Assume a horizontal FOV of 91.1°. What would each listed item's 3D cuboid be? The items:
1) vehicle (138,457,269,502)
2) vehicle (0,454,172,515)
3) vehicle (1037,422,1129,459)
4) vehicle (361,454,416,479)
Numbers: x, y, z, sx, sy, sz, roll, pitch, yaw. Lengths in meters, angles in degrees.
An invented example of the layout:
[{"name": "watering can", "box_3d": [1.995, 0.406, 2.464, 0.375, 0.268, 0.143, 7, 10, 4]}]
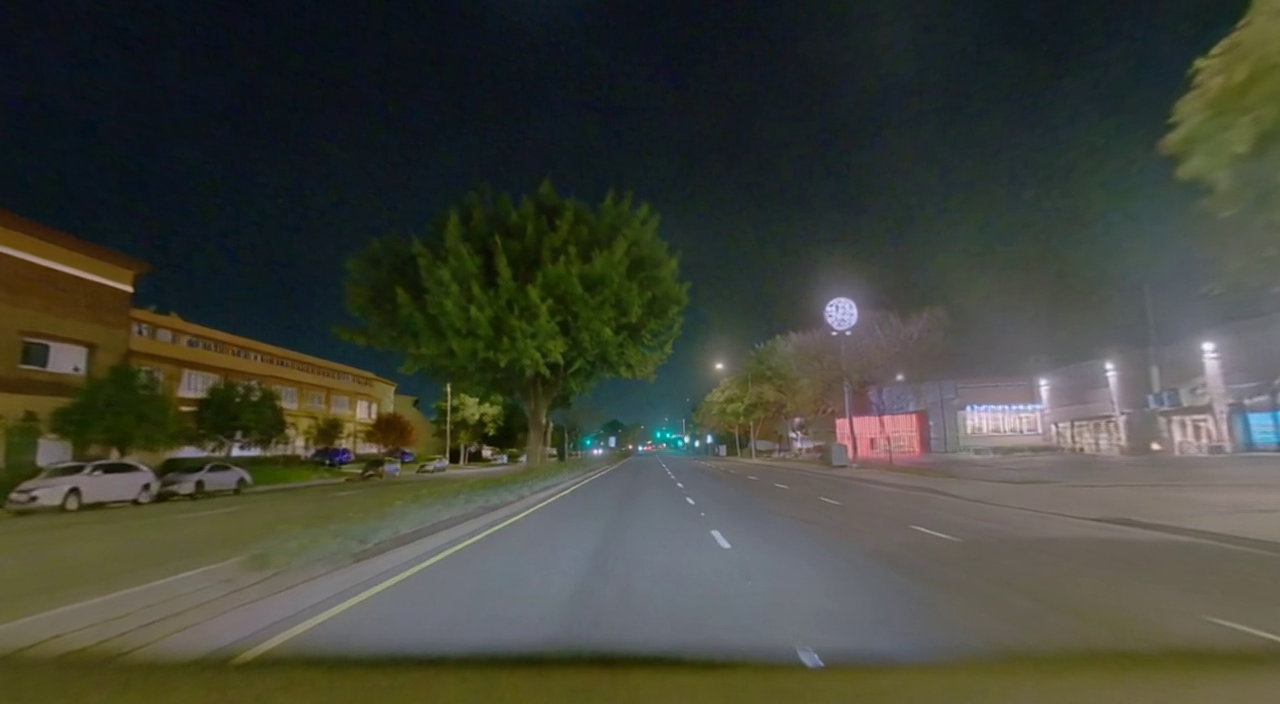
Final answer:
[{"name": "vehicle", "box_3d": [-18.920, 5.509, 27.593, 1.959, 1.535, 5.081, -1, -7, 3]}, {"name": "vehicle", "box_3d": [-19.224, 4.504, 21.865, 2.029, 1.785, 4.694, 0, -9, 3]}, {"name": "vehicle", "box_3d": [32.838, 6.615, 46.840, 2.684, 2.559, 5.772, 0, -8, 1]}, {"name": "vehicle", "box_3d": [-18.550, 8.438, 46.522, 2.012, 1.560, 4.782, -1, -7, 1]}]
